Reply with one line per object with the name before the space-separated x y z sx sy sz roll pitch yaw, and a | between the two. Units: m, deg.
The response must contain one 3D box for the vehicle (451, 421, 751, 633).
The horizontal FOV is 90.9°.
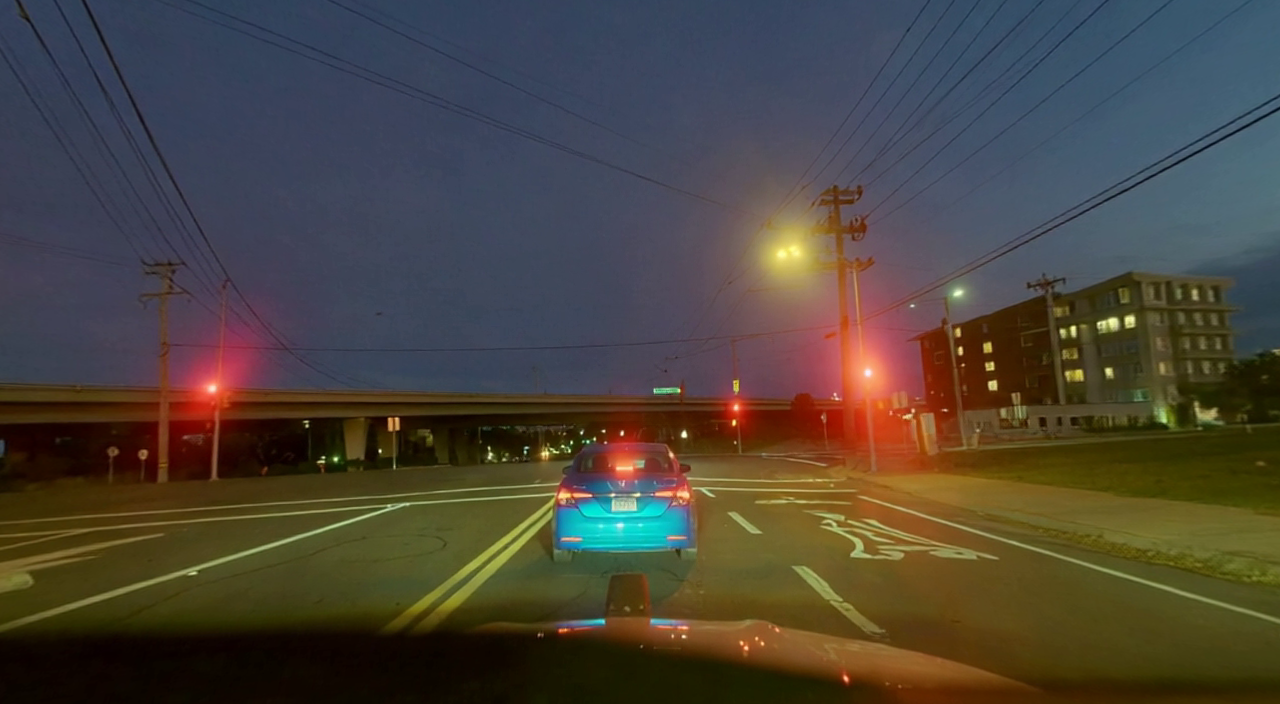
vehicle | -0.236 1.530 6.482 2.090 1.458 4.033 -1 -9 1
